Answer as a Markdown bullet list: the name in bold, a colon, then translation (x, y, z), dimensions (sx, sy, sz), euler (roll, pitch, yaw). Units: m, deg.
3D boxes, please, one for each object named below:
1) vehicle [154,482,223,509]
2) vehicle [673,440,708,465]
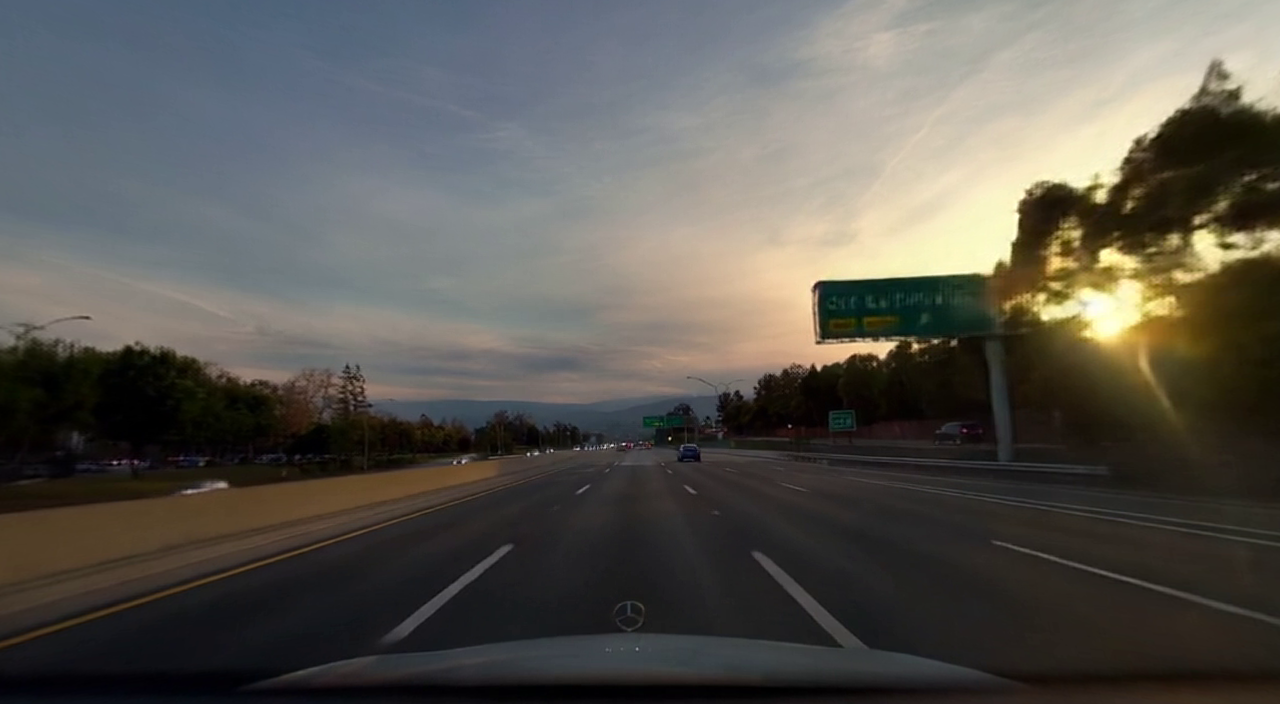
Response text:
- **vehicle**: translation (-32.733, 10.397, 45.873), dimensions (1.843, 1.550, 4.537), euler (0, -8, -3)
- **vehicle**: translation (3.713, 7.458, 47.076), dimensions (2.099, 1.748, 4.331), euler (0, -8, -1)
